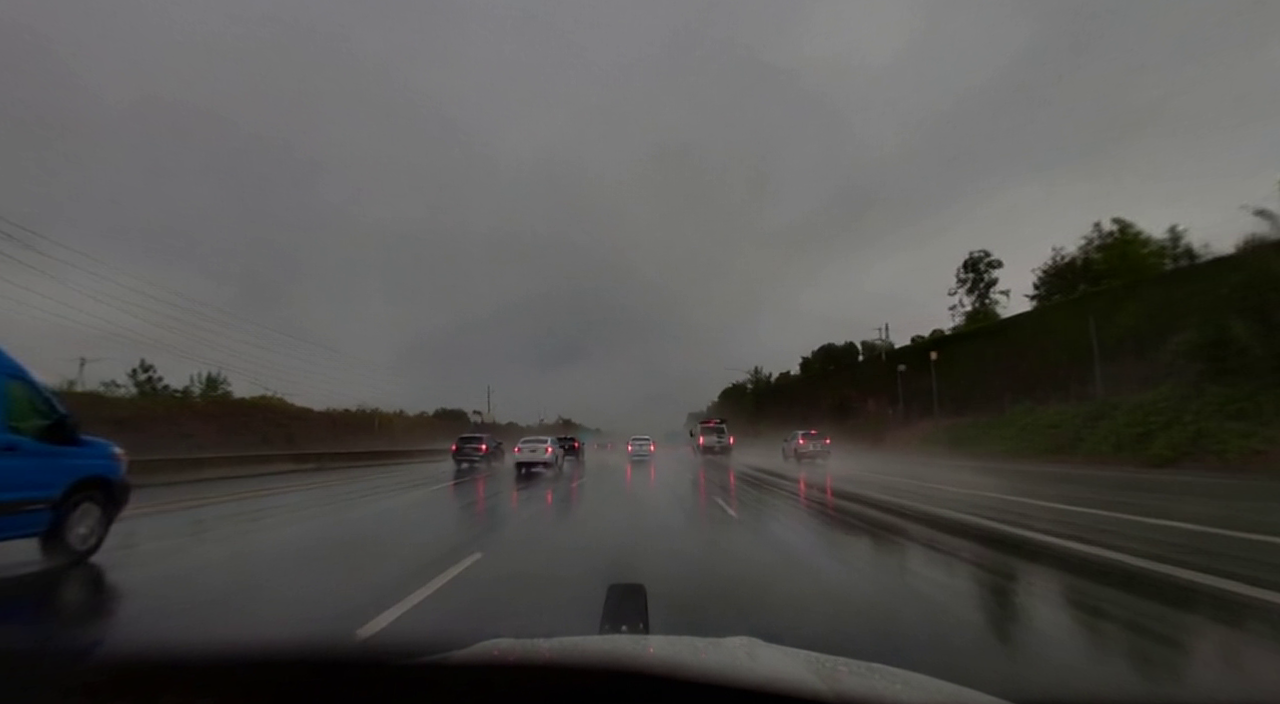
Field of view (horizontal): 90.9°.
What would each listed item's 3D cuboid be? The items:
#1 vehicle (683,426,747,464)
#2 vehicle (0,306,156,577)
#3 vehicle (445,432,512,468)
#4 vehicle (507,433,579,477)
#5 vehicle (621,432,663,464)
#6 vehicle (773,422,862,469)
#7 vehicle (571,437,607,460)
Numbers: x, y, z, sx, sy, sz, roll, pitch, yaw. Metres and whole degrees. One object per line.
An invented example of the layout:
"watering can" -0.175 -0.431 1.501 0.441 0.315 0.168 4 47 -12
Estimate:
"vehicle" 3.894 5.023 34.120 2.777 1.895 5.710 0 -8 0
"vehicle" -7.637 0.711 5.041 2.336 2.708 6.421 0 -8 0
"vehicle" -7.652 4.691 30.312 1.961 1.562 4.301 0 -8 1
"vehicle" -3.501 3.790 23.465 1.970 1.483 4.071 0 -8 1
"vehicle" 0.126 5.163 34.085 2.115 1.617 4.102 0 -8 1
"vehicle" 7.619 4.139 27.857 2.304 1.840 5.706 0 -8 0
"vehicle" -3.390 6.515 42.742 1.987 1.466 4.341 0 -8 1
